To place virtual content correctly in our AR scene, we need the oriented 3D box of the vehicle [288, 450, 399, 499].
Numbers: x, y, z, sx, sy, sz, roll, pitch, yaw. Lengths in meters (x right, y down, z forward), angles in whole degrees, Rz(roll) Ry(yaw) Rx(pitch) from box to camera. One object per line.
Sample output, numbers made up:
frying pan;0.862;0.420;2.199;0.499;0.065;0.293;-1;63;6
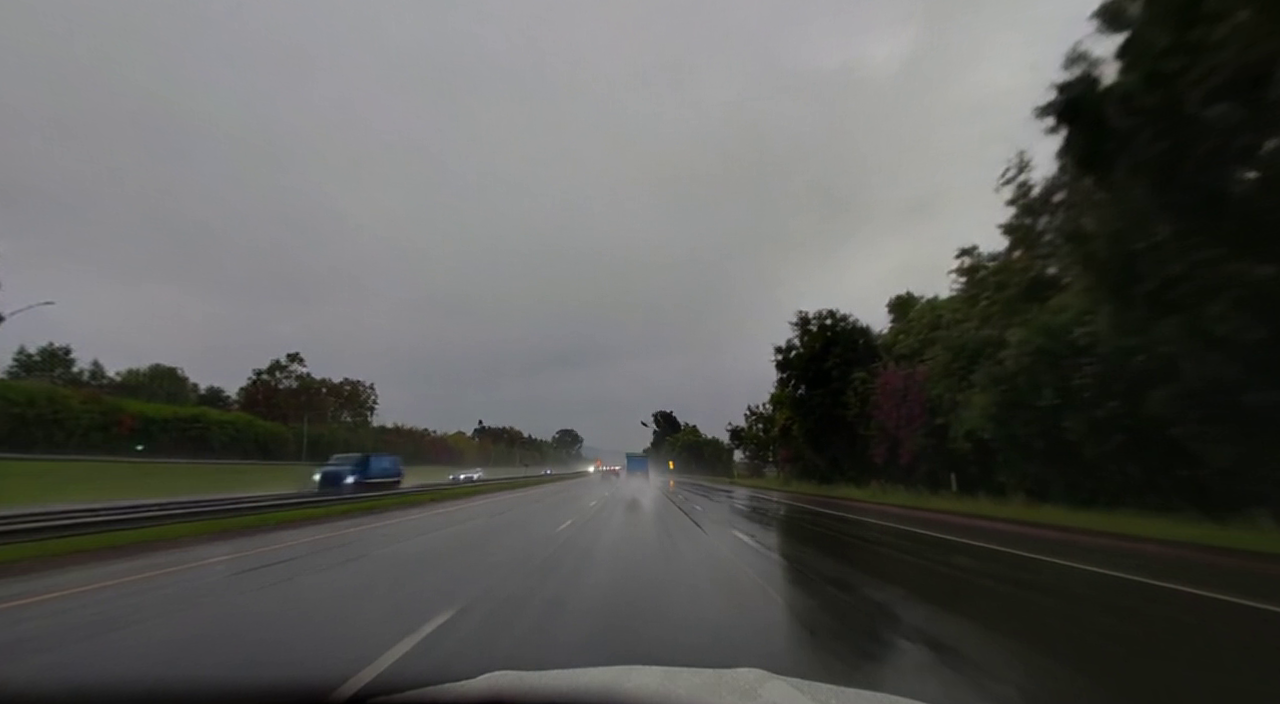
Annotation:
vehicle;-13.007;5.437;28.151;2.242;1.891;5.442;1;-10;0
